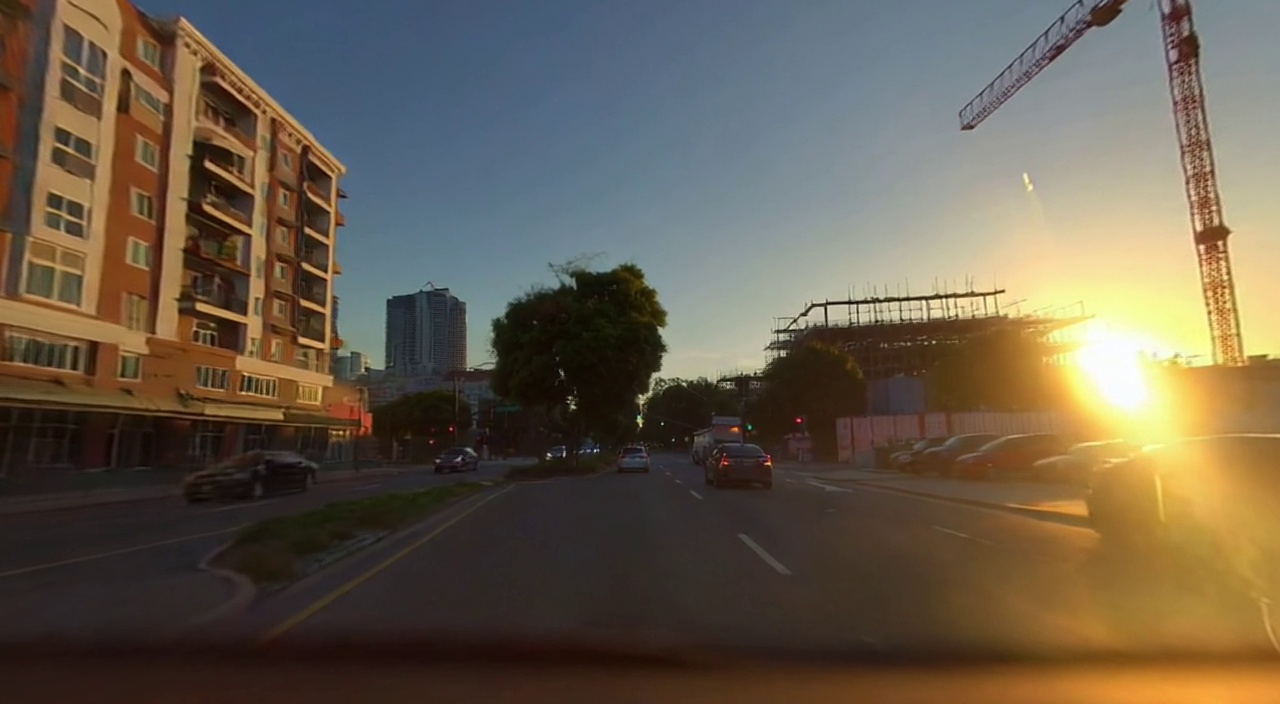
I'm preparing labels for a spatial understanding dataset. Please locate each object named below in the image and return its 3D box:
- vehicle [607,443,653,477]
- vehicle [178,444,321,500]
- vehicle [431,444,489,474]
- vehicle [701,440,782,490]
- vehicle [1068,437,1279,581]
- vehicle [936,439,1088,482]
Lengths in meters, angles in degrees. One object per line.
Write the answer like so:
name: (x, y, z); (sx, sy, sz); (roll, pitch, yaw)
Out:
vehicle: (-0.470, 5.044, 29.680); (2.006, 1.487, 3.535); (0, -9, -1)
vehicle: (-13.061, 4.007, 21.558); (1.929, 1.686, 4.547); (-1, -9, 1)
vehicle: (-10.579, 6.285, 37.398); (1.973, 1.646, 4.427); (-1, -9, 2)
vehicle: (3.242, 3.700, 21.027); (1.910, 1.474, 4.003); (0, -9, -2)
vehicle: (7.459, 1.700, 7.160); (1.893, 1.455, 4.571); (0, -9, -2)
vehicle: (13.390, 3.925, 22.950); (4.256, 1.469, 1.869); (-1, -9, 2)
